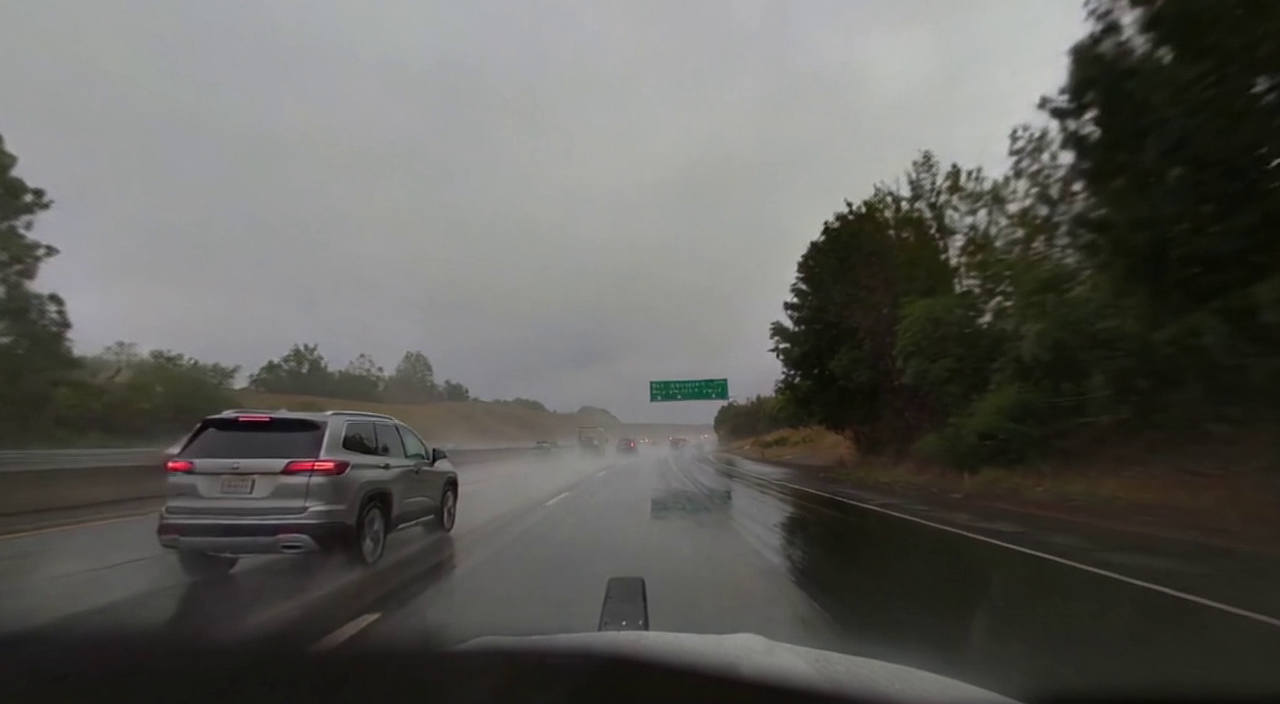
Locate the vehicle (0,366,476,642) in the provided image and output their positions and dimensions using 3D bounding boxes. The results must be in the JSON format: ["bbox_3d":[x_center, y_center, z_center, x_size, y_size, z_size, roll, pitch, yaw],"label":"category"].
[{"bbox_3d":[-3.570,1.370,6.713,2.218,1.848,4.789,0,-9,2],"label":"vehicle"}]

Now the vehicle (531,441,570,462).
[{"bbox_3d":[-6.780,7.563,48.232,2.145,1.512,4.404,0,-8,2],"label":"vehicle"}]
